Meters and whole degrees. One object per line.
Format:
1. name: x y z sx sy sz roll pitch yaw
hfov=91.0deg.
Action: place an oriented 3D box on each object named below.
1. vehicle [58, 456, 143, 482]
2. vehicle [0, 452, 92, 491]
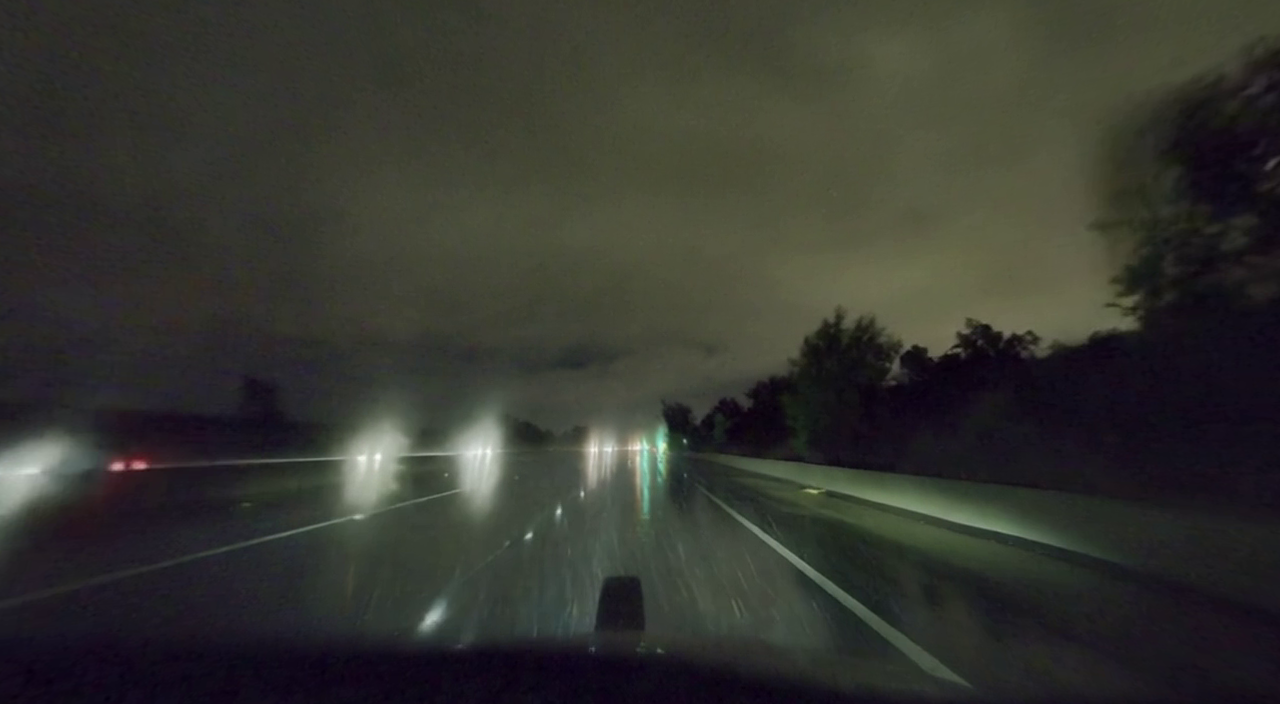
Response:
1. vehicle: -35.852 7.759 42.002 1.862 1.570 4.280 0 -9 0
2. vehicle: -28.407 5.474 29.215 1.944 1.597 4.354 0 -9 1
